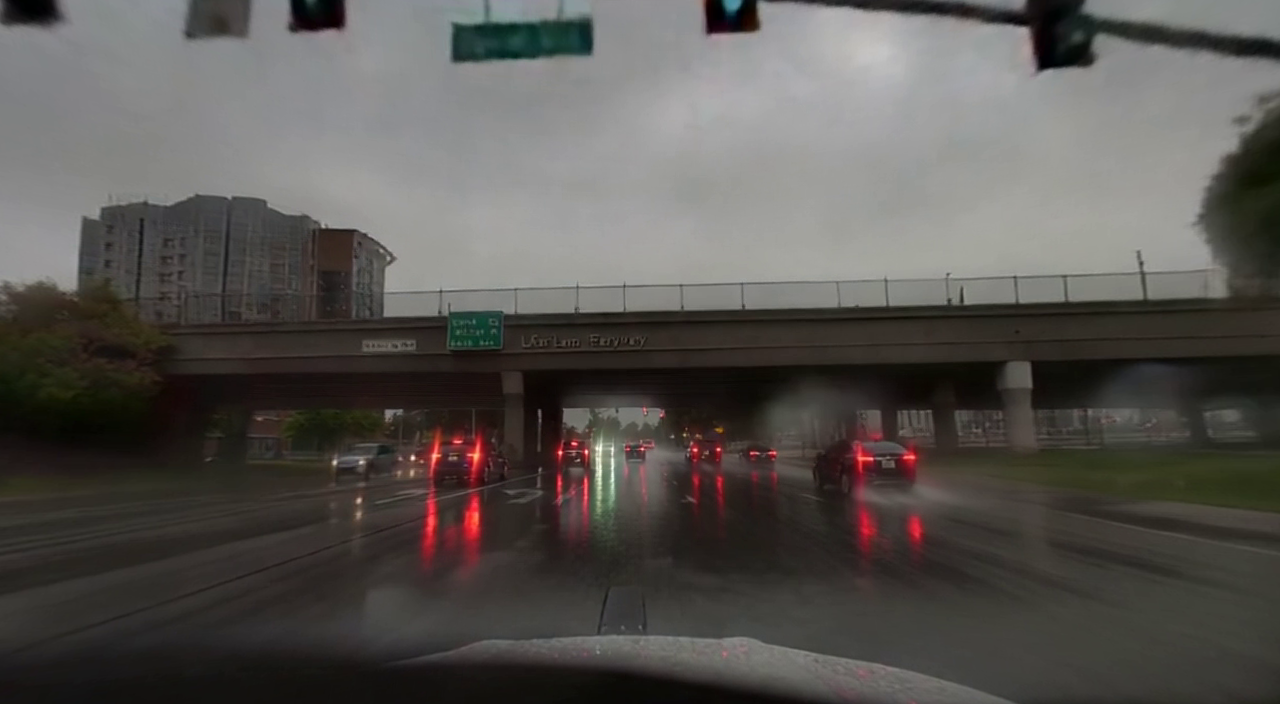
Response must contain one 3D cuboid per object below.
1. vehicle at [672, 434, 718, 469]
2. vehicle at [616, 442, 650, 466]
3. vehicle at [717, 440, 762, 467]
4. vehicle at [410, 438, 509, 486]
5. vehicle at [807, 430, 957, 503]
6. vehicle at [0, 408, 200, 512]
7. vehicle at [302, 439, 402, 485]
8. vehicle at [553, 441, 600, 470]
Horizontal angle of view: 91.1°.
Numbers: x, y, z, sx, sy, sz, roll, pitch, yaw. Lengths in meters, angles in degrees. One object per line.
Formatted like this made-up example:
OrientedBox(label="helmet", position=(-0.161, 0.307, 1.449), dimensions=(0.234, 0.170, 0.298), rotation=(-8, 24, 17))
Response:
OrientedBox(label="vehicle", position=(2.939, 5.440, 34.491), dimensions=(2.034, 1.762, 4.420), rotation=(0, -8, -1))
OrientedBox(label="vehicle", position=(-0.411, 6.410, 39.603), dimensions=(2.026, 1.453, 3.780), rotation=(0, -8, 0))
OrientedBox(label="vehicle", position=(6.048, 6.242, 38.695), dimensions=(1.924, 1.527, 4.268), rotation=(0, -8, -2))
OrientedBox(label="vehicle", position=(-6.082, 3.740, 21.750), dimensions=(2.070, 1.488, 4.376), rotation=(0, -8, 1))
OrientedBox(label="vehicle", position=(6.045, 2.909, 16.397), dimensions=(2.056, 1.624, 4.498), rotation=(0, -8, -1))
OrientedBox(label="vehicle", position=(-19.167, 3.374, 19.971), dimensions=(3.019, 2.822, 10.028), rotation=(0, -8, 1))
OrientedBox(label="vehicle", position=(-11.775, 4.502, 26.037), dimensions=(1.993, 1.718, 4.396), rotation=(0, -8, 0))
OrientedBox(label="vehicle", position=(-3.351, 5.567, 33.884), dimensions=(2.041, 1.466, 4.212), rotation=(0, -8, 1))
